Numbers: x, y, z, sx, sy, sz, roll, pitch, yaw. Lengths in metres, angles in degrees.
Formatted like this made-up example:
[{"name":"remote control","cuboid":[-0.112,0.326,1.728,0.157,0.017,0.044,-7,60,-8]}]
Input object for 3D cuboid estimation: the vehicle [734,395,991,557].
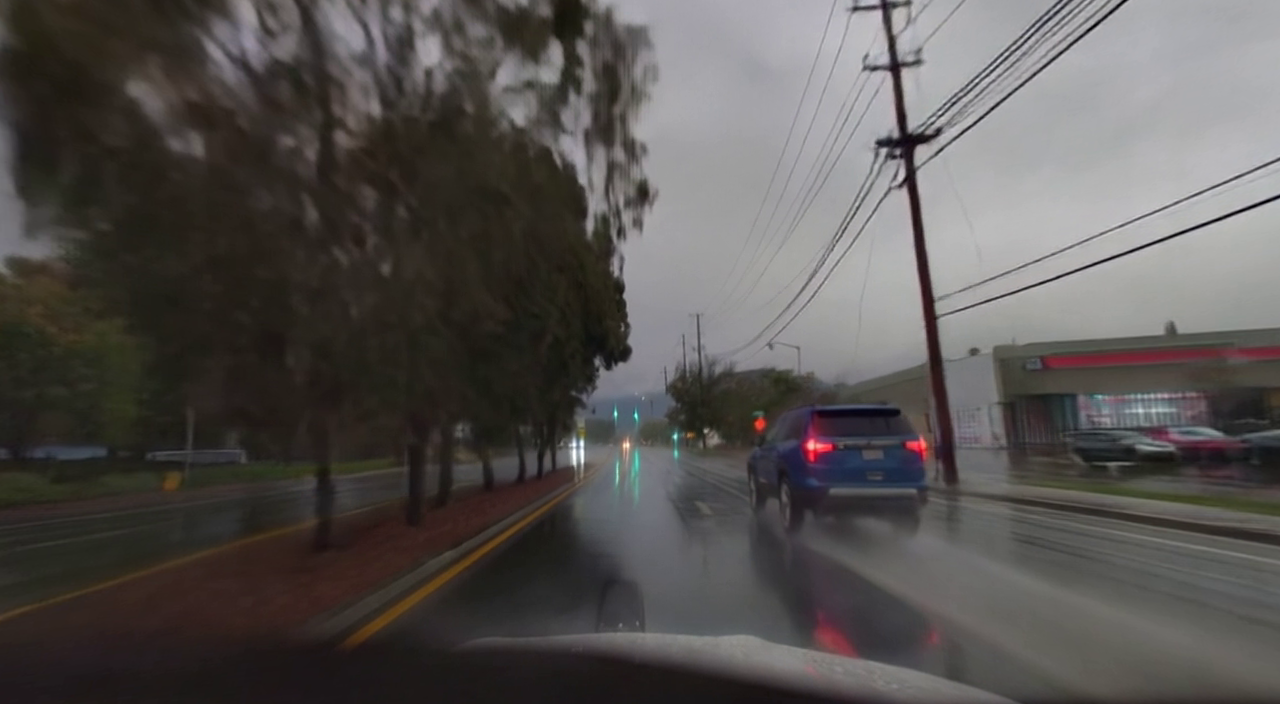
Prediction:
[{"name":"vehicle","cuboid":[2.884,1.757,9.599,2.060,1.820,4.713,0,-8,-1]}]
